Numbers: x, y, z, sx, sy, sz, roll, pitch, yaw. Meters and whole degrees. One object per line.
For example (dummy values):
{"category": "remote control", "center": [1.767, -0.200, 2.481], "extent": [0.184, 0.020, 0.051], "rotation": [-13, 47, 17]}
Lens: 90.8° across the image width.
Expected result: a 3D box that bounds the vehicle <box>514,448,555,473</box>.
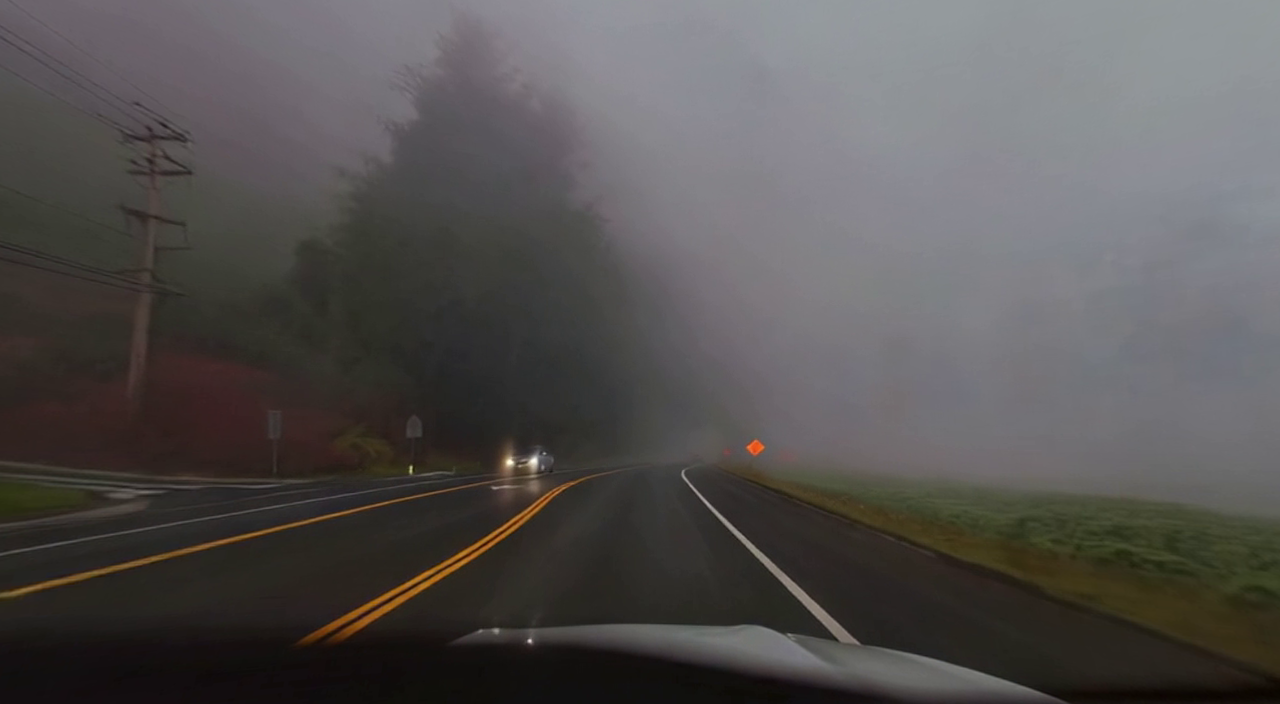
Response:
{"category": "vehicle", "center": [-7.298, 7.525, 44.106], "extent": [2.056, 1.677, 4.282], "rotation": [0, -9, 2]}
